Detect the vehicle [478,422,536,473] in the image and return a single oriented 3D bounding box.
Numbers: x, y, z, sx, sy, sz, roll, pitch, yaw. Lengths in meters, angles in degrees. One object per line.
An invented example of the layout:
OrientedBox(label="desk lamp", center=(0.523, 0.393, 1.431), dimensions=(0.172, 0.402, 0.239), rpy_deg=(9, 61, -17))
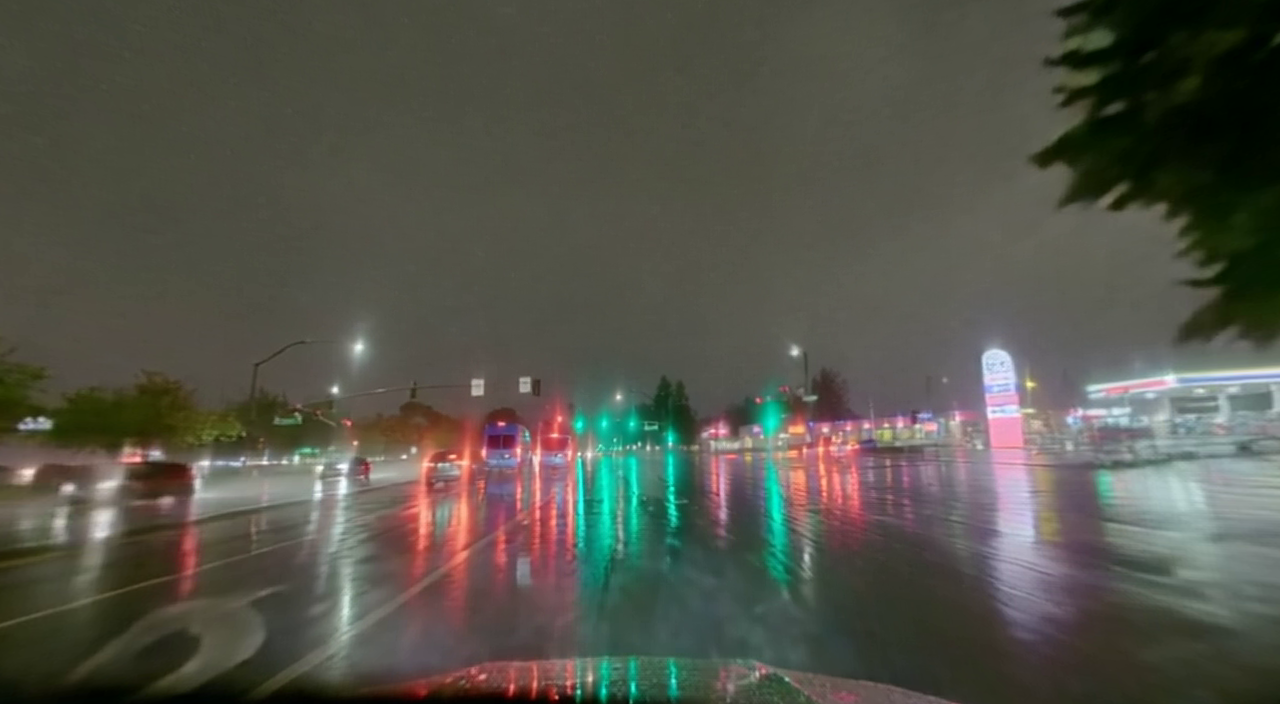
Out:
OrientedBox(label="vehicle", center=(-7.649, 5.579, 36.942), dimensions=(2.405, 2.696, 5.561), rpy_deg=(0, -9, -3))

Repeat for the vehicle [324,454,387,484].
OrientedBox(label="vehicle", center=(-17.042, 6.985, 38.045), dimensions=(2.045, 1.621, 4.220), rpy_deg=(0, -9, -4))

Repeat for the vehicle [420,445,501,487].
OrientedBox(label="vehicle", center=(-7.031, 4.504, 25.314), dimensions=(1.993, 1.490, 4.768), rpy_deg=(0, -9, -2))

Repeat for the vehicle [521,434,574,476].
OrientedBox(label="vehicle", center=(-4.734, 5.390, 33.279), dimensions=(2.206, 2.007, 5.190), rpy_deg=(0, -9, -2))

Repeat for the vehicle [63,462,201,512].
OrientedBox(label="vehicle", center=(-19.941, 5.270, 25.116), dimensions=(1.930, 1.659, 4.364), rpy_deg=(0, -9, -2))
